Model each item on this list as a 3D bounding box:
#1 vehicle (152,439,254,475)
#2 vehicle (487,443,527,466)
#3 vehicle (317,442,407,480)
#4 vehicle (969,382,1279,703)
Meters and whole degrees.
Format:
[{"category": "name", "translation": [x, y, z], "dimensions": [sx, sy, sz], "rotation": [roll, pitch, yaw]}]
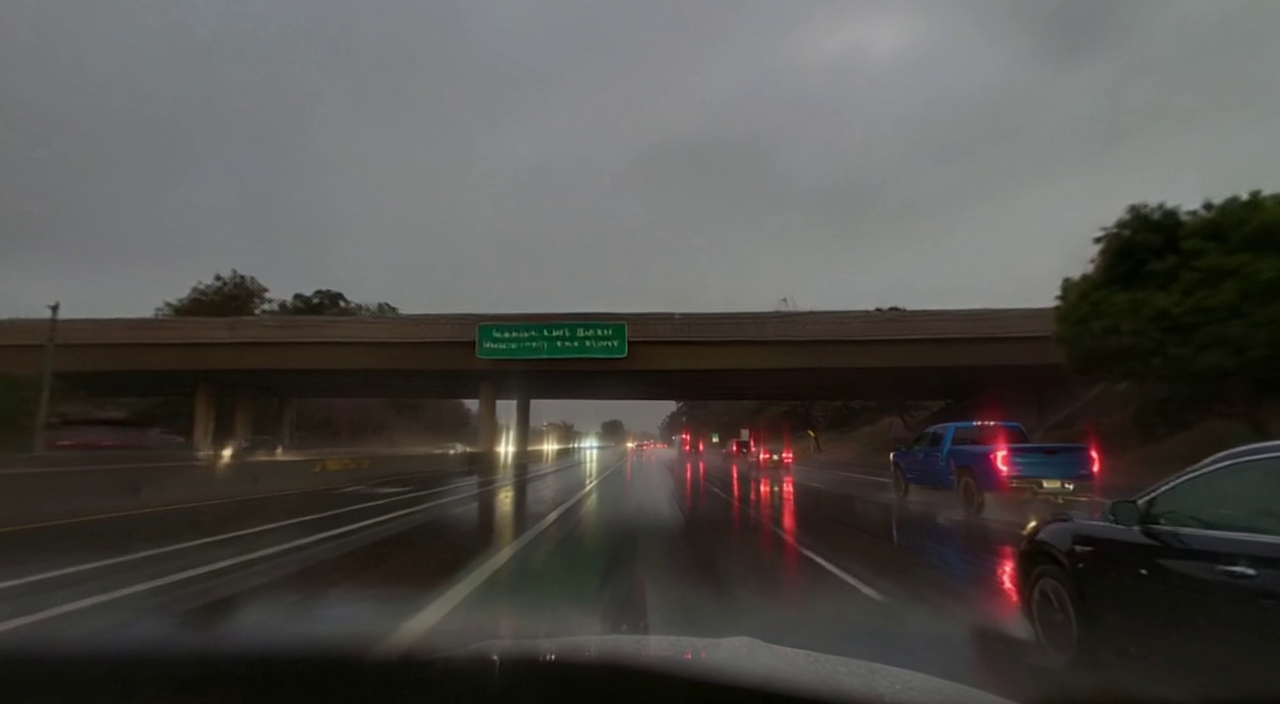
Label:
[{"category": "vehicle", "translation": [-21.749, 5.232, 31.620], "dimensions": [1.945, 1.661, 4.387], "rotation": [0, -8, 0]}, {"category": "vehicle", "translation": [-9.290, 7.193, 44.514], "dimensions": [1.865, 1.481, 4.492], "rotation": [0, -8, 0]}, {"category": "vehicle", "translation": [-11.735, 4.606, 26.939], "dimensions": [1.850, 1.465, 4.257], "rotation": [0, -8, 1]}, {"category": "vehicle", "translation": [3.251, 0.808, 1.742], "dimensions": [2.119, 1.524, 4.807], "rotation": [0, -8, 0]}]
